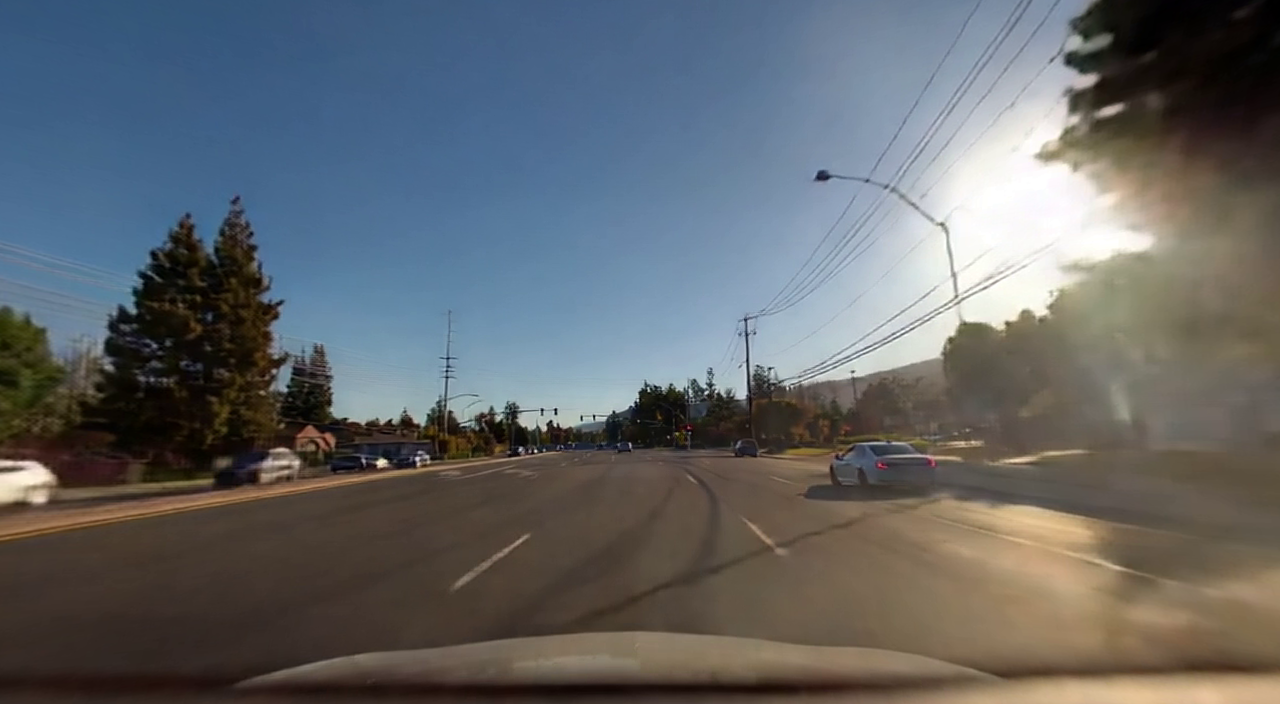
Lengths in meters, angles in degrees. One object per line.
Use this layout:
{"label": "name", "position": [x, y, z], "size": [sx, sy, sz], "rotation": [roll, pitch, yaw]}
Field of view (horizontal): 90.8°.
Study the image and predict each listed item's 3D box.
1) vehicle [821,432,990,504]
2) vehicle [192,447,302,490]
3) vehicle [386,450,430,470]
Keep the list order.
{"label": "vehicle", "position": [6.375, 2.840, 15.901], "size": [2.113, 1.520, 4.650], "rotation": [0, -8, -2]}
{"label": "vehicle", "position": [-17.071, 5.041, 27.783], "size": [1.937, 1.676, 4.718], "rotation": [0, -8, -2]}
{"label": "vehicle", "position": [-17.709, 8.259, 48.419], "size": [1.886, 1.446, 4.265], "rotation": [0, -9, -2]}
